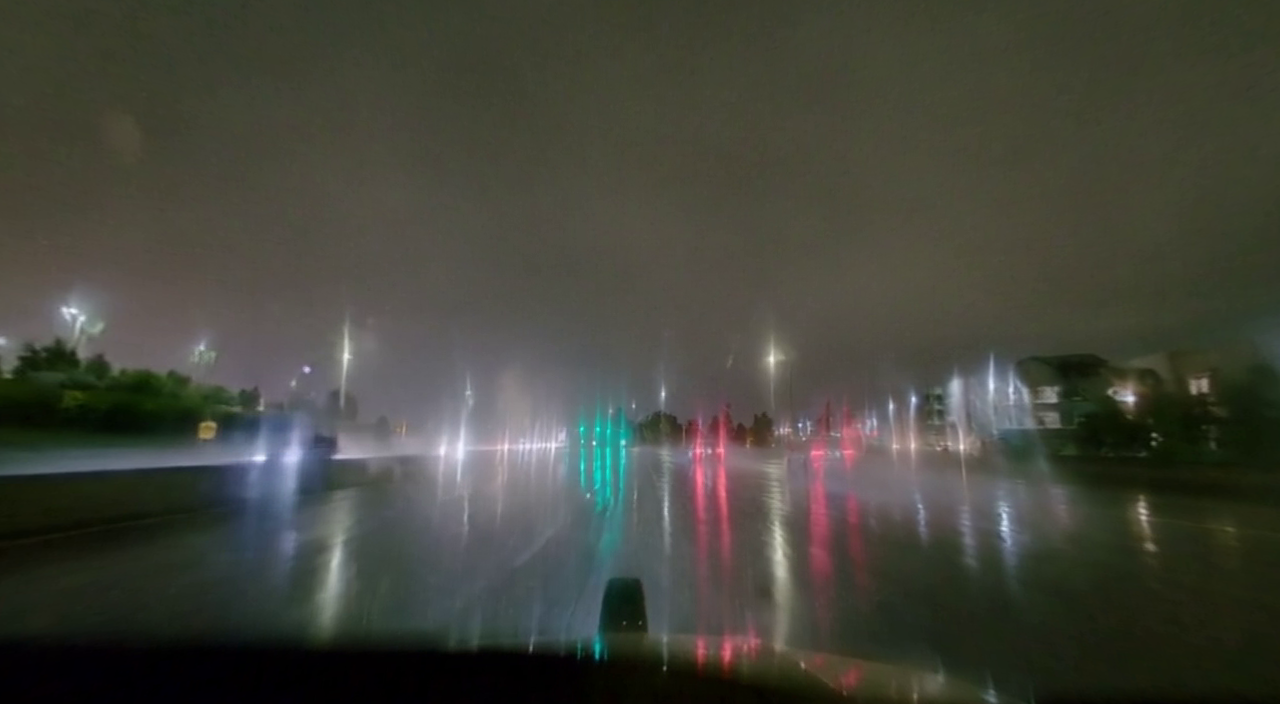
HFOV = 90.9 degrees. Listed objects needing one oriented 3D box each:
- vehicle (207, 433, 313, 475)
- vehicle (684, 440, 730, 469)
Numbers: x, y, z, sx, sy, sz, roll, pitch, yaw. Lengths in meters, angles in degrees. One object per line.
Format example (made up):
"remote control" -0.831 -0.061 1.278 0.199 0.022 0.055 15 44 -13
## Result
"vehicle" -16.632 4.480 27.910 2.018 1.703 4.295 0 -8 -1
"vehicle" 3.667 5.696 35.197 1.926 1.477 4.025 0 -8 -2
